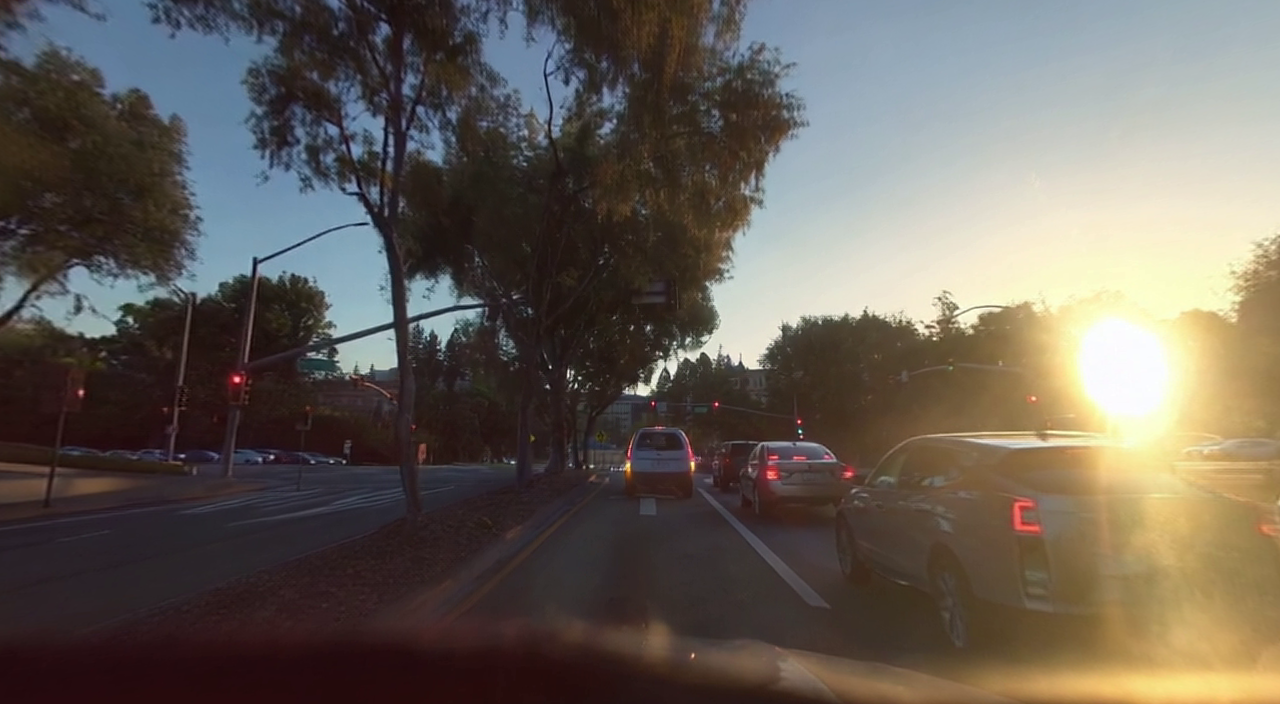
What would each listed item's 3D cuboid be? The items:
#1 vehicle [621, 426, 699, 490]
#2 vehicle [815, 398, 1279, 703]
[{"bbox_3d":[0.562,3.395,20.495,2.245,1.800,4.522,0,-8,-1],"label":"vehicle"},{"bbox_3d":[2.981,1.280,4.937,2.078,1.578,4.107,0,-8,1],"label":"vehicle"}]
